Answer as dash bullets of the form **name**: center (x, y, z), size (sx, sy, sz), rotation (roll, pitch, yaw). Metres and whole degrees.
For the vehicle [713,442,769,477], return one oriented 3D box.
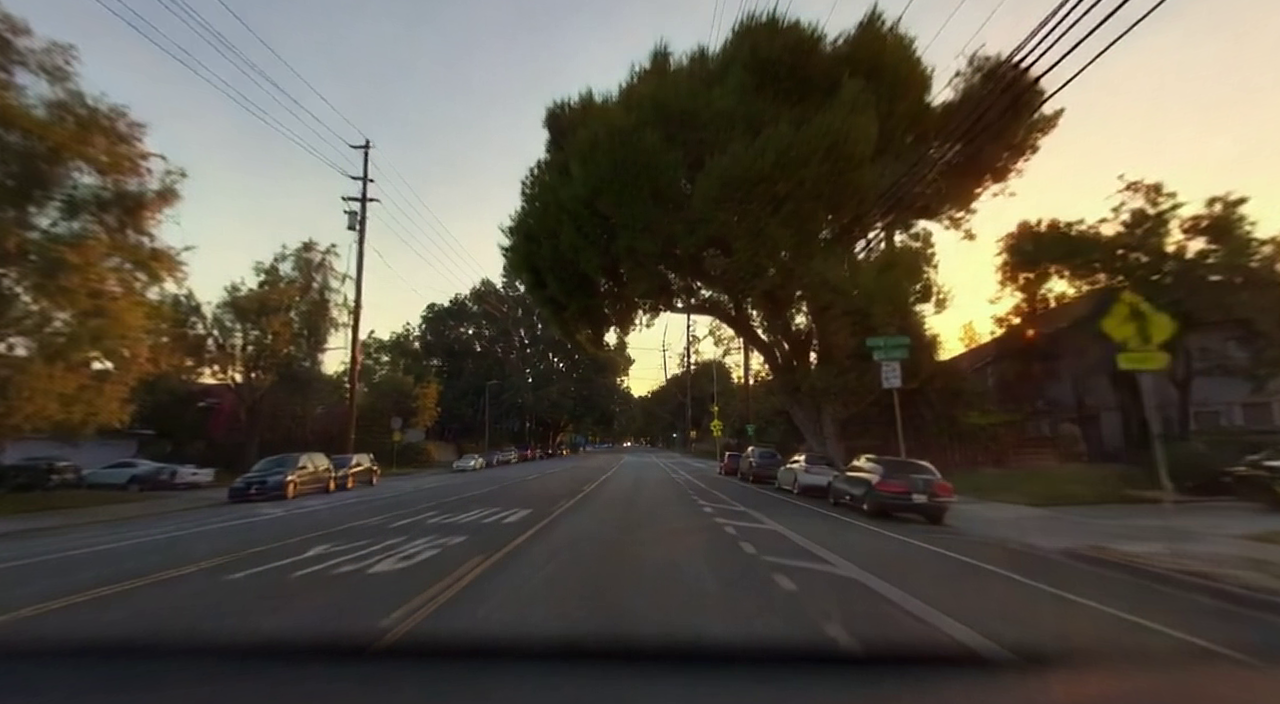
- **vehicle**: center (5.130, 5.541, 32.670), size (2.009, 1.649, 5.156), rotation (0, -9, 0)

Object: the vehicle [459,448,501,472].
- **vehicle**: center (-12.030, 8.185, 47.584), size (1.907, 1.612, 4.594), rotation (-3, -10, 1)

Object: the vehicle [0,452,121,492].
- **vehicle**: center (-24.291, 4.880, 25.674), size (4.450, 1.519, 1.927), rotation (0, -9, 0)

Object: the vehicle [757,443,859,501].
- **vehicle**: center (4.953, 3.578, 19.233), size (1.978, 1.529, 4.357), rotation (0, -9, 1)

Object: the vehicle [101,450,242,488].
- **vehicle**: center (-20.761, 5.177, 28.069), size (4.601, 1.613, 2.030), rotation (0, -9, -1)

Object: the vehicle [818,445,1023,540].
- **vehicle**: center (5.048, 2.542, 12.118), size (1.924, 1.471, 4.259), rotation (0, -9, -1)

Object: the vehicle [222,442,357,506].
- **vehicle**: center (-12.074, 4.197, 22.143), size (2.116, 1.875, 4.675), rotation (-3, -9, -1)
